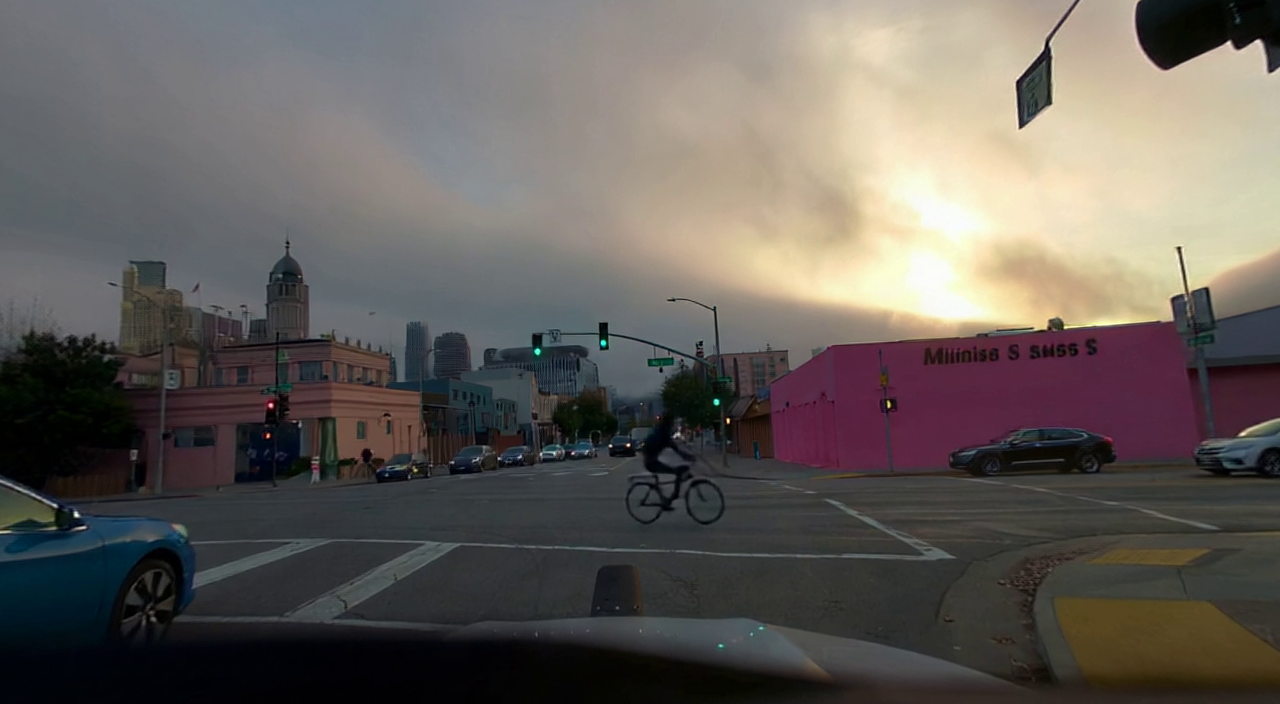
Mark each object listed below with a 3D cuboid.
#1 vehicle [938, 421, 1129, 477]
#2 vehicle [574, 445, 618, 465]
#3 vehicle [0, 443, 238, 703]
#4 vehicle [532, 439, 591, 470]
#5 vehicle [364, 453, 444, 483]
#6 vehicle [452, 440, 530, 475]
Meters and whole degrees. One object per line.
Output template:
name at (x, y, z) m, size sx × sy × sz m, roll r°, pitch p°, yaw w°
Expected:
vehicle at (11.574, 2.892, 18.802) m, size 4.355 × 1.546 × 1.820 m, roll -1°, pitch -9°, yaw 6°
vehicle at (-3.024, 7.188, 44.115) m, size 1.743 × 1.362 × 4.350 m, roll -2°, pitch -9°, yaw 14°
vehicle at (-3.671, 0.977, 2.153) m, size 1.759 × 1.325 × 4.295 m, roll 0°, pitch -9°, yaw 0°
vehicle at (-4.501, 5.980, 36.868) m, size 1.928 × 1.647 × 4.575 m, roll -2°, pitch -9°, yaw 13°
vehicle at (-12.569, 6.177, 33.898) m, size 1.976 × 1.425 × 4.567 m, roll -1°, pitch -9°, yaw 9°
vehicle at (-8.388, 5.978, 36.054) m, size 2.152 × 1.825 × 5.406 m, roll -2°, pitch -9°, yaw 12°
